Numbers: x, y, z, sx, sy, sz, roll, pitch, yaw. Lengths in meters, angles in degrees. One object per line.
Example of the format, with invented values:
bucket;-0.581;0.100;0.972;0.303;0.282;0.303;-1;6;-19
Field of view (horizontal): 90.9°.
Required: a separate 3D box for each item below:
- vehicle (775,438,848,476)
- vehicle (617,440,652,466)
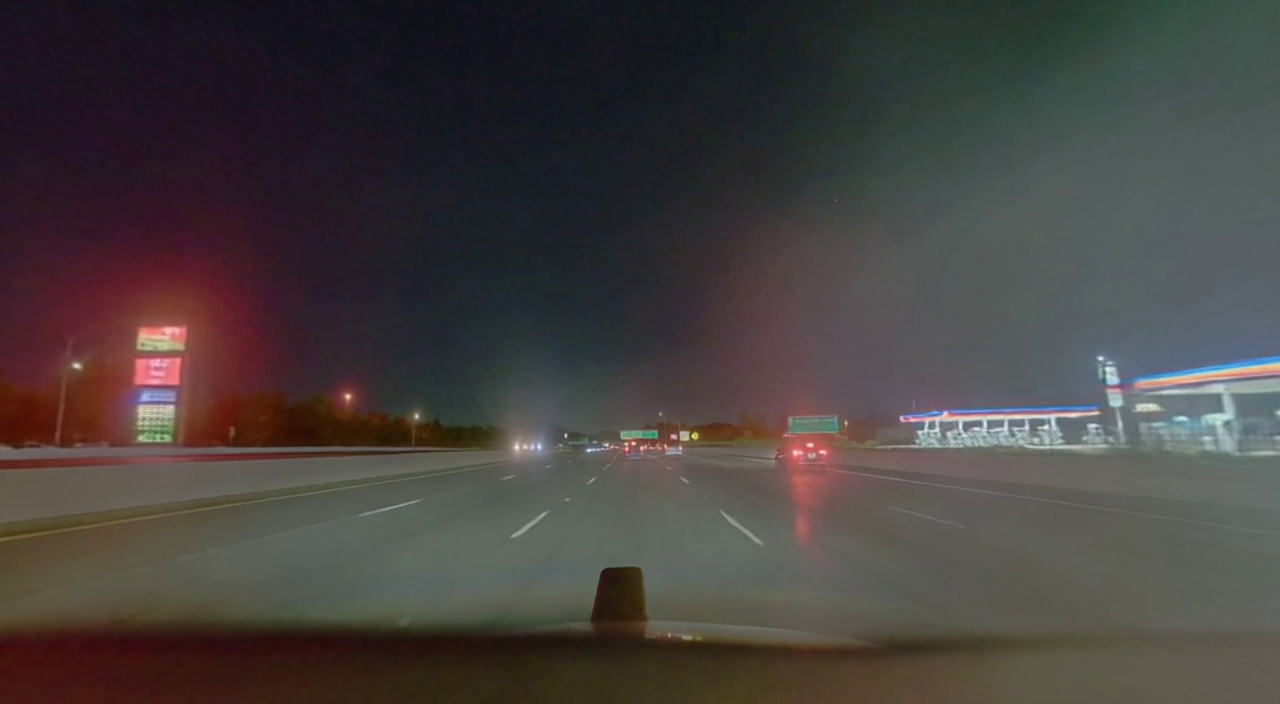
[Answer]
vehicle;7.091;4.372;26.545;1.867;1.463;4.295;0;-8;0
vehicle;-0.368;6.179;38.712;1.999;1.473;4.351;0;-8;-1
